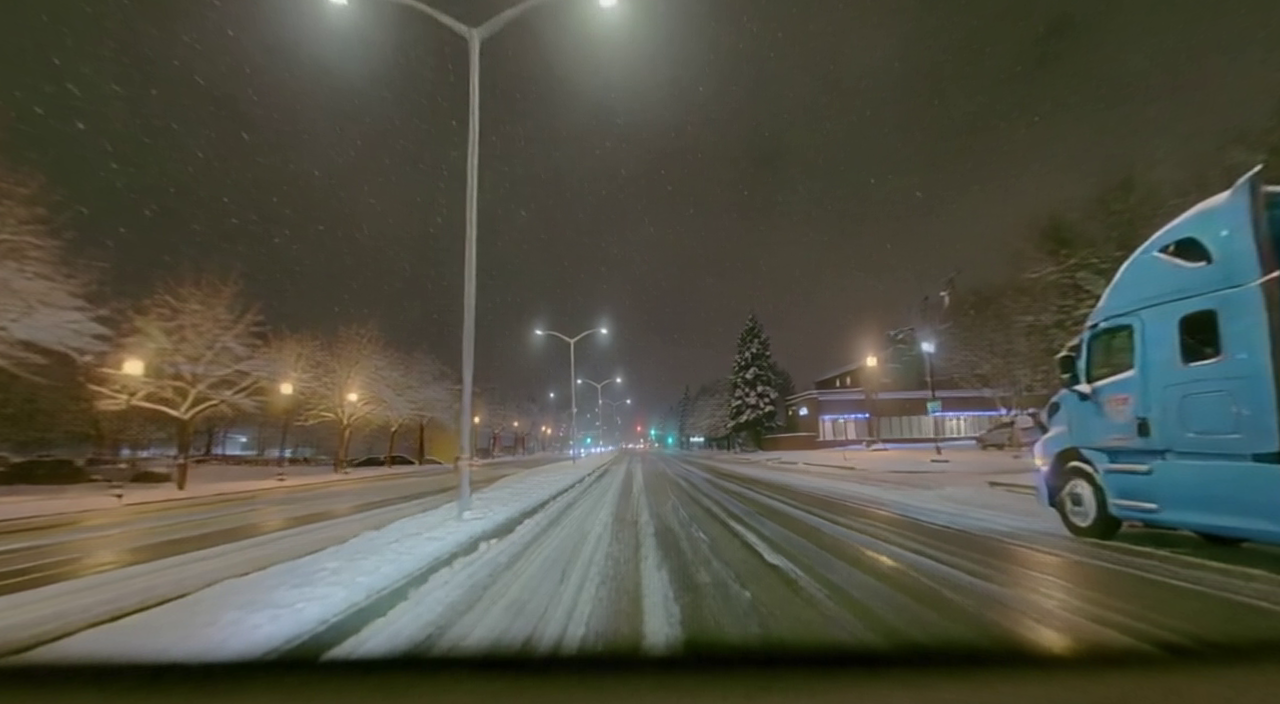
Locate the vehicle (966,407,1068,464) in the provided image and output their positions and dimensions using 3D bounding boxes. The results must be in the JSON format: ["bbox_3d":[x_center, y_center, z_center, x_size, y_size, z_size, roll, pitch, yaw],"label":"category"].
[{"bbox_3d":[25.490,5.781,43.202,2.718,3.538,7.077,-1,-8,3],"label":"vehicle"}]

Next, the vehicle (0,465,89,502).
[{"bbox_3d":[-27.918,5.915,28.495,4.386,1.473,1.863,8,-11,-42],"label":"vehicle"}]

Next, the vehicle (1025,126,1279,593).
[{"bbox_3d":[6.841,-0.326,2.605,3.120,3.794,11.510,0,-8,-1],"label":"vehicle"}]

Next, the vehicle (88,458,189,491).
[{"bbox_3d":[-28.041,6.823,35.478,4.247,1.628,1.933,6,-11,-37],"label":"vehicle"}]
